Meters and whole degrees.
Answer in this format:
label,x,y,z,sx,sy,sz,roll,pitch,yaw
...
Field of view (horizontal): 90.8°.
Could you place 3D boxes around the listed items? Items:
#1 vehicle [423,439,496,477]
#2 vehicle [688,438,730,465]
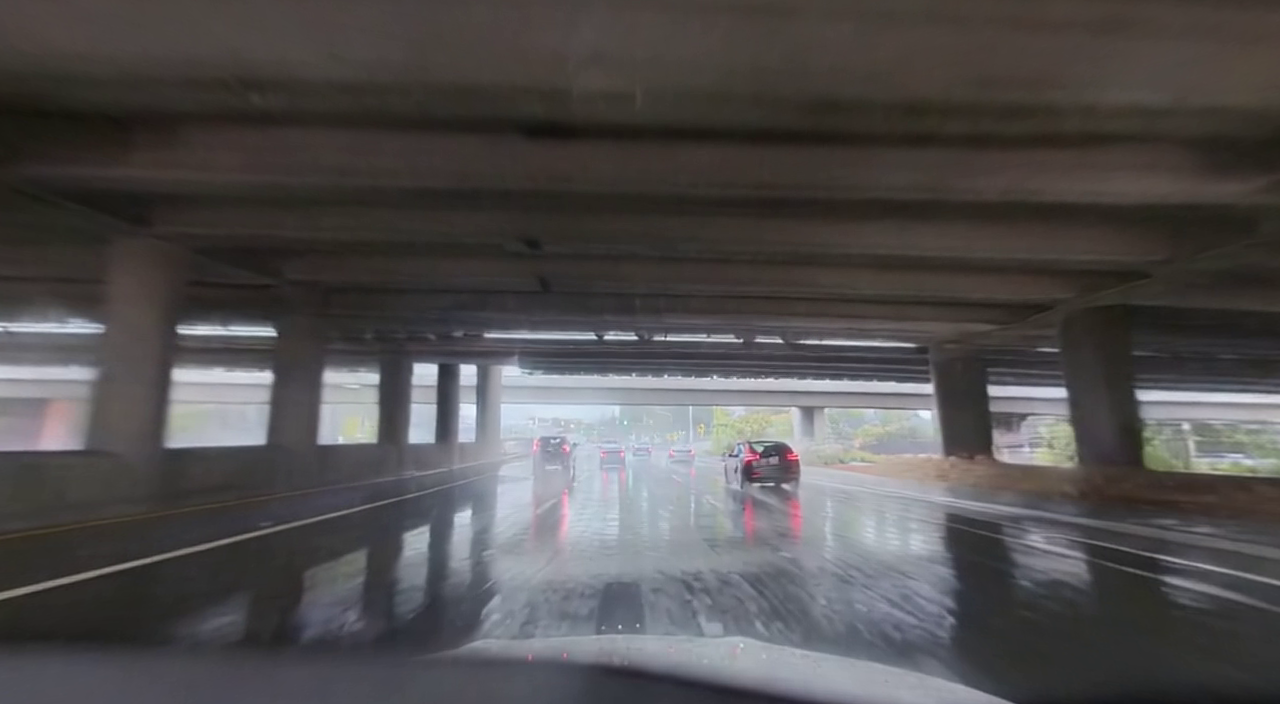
label,x,y,z,sx,sy,sz,roll,pitch,yaw
vehicle,-7.780,4.589,27.653,2.007,1.519,4.366,0,-8,-2
vehicle,4.556,6.664,42.463,2.377,1.678,4.353,0,-8,0
